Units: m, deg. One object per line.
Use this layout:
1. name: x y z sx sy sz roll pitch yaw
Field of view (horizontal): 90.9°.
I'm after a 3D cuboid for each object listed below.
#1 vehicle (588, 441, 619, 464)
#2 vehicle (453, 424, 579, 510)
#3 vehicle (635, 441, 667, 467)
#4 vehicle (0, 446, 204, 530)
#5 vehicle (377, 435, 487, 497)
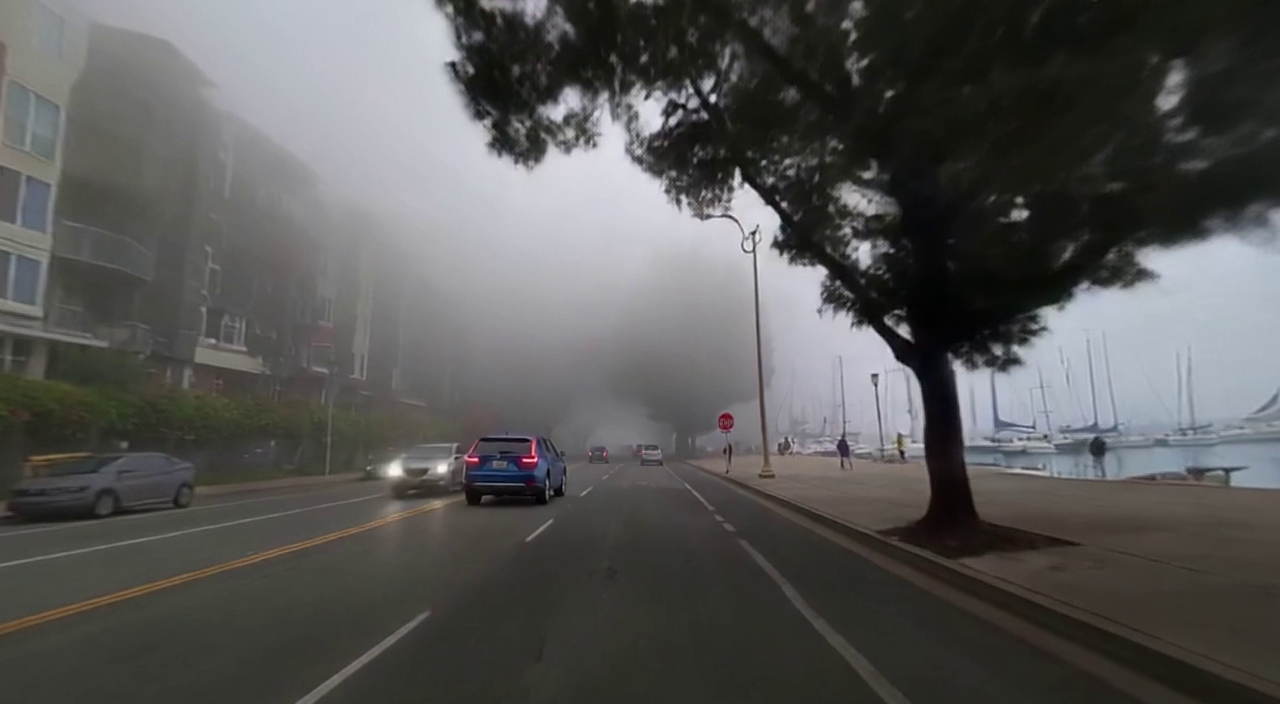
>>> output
1. vehicle: -2.836 7.895 49.567 2.056 1.680 4.205 -1 -8 1
2. vehicle: -2.889 2.814 15.915 2.082 1.817 4.724 -1 -8 2
3. vehicle: 0.755 6.939 43.080 2.057 1.624 3.726 -1 -8 2
4. vehicle: -13.408 3.177 15.448 2.128 1.716 4.479 -1 -8 2
5. vehicle: -6.526 3.597 20.354 1.987 1.751 4.308 -1 -8 1
